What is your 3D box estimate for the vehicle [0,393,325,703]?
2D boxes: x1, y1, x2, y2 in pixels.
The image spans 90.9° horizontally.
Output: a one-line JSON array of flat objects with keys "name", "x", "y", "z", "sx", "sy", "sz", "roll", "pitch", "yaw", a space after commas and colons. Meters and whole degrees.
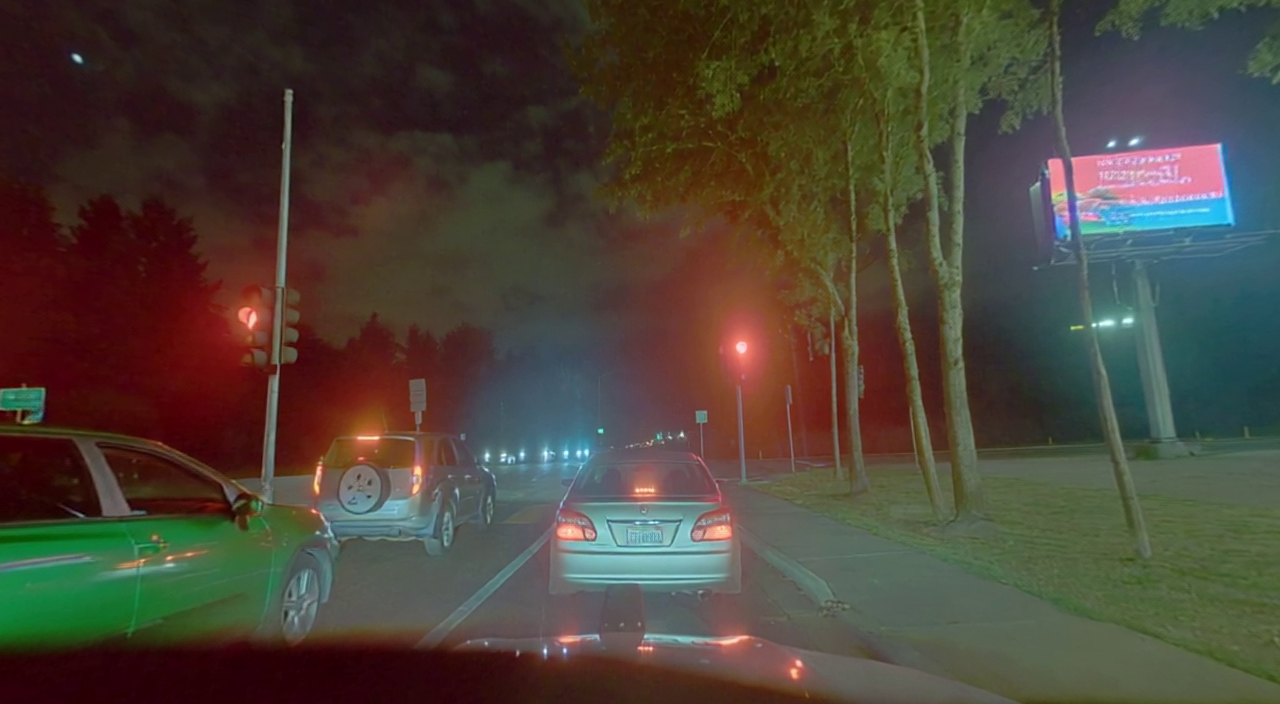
[{"name": "vehicle", "x": -3.150, "y": 0.954, "z": 2.429, "sx": 1.808, "sy": 1.520, "sz": 3.846, "roll": -1, "pitch": -9, "yaw": 1}]

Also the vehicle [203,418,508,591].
[{"name": "vehicle", "x": -3.160, "y": 1.782, "z": 8.143, "sx": 1.950, "sy": 1.628, "sz": 4.082, "roll": -1, "pitch": -9, "yaw": 1}]

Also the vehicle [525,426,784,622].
[{"name": "vehicle", "x": 0.046, "y": 1.584, "z": 6.628, "sx": 1.977, "sy": 1.467, "sz": 3.474, "roll": 0, "pitch": -9, "yaw": -2}]
